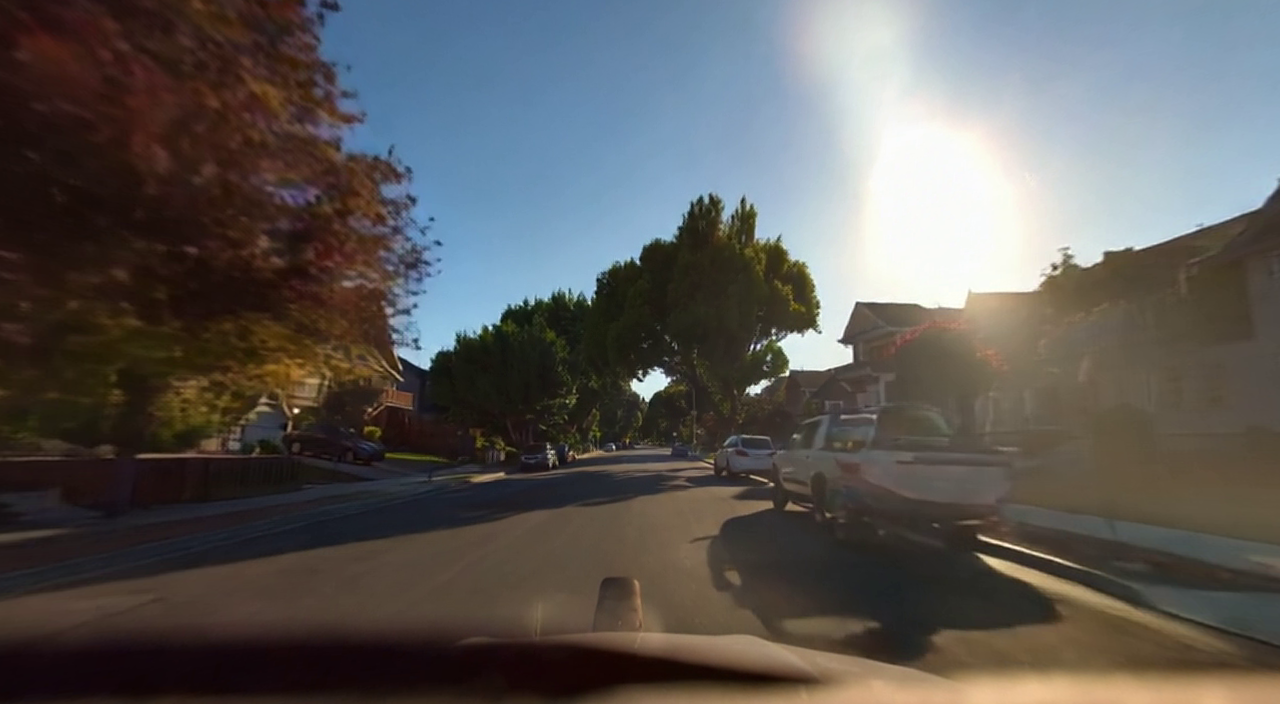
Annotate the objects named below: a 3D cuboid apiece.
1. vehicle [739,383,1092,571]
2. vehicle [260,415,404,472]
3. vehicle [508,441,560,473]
[{"bbox_3d":[3.830,1.968,11.056,2.952,2.216,7.033,0,-8,-1],"label":"vehicle"},{"bbox_3d":[-13.029,3.870,26.844,4.837,1.897,2.228,4,-8,5],"label":"vehicle"},{"bbox_3d":[-5.785,5.783,35.048,2.027,1.544,4.959,0,-7,0],"label":"vehicle"}]
